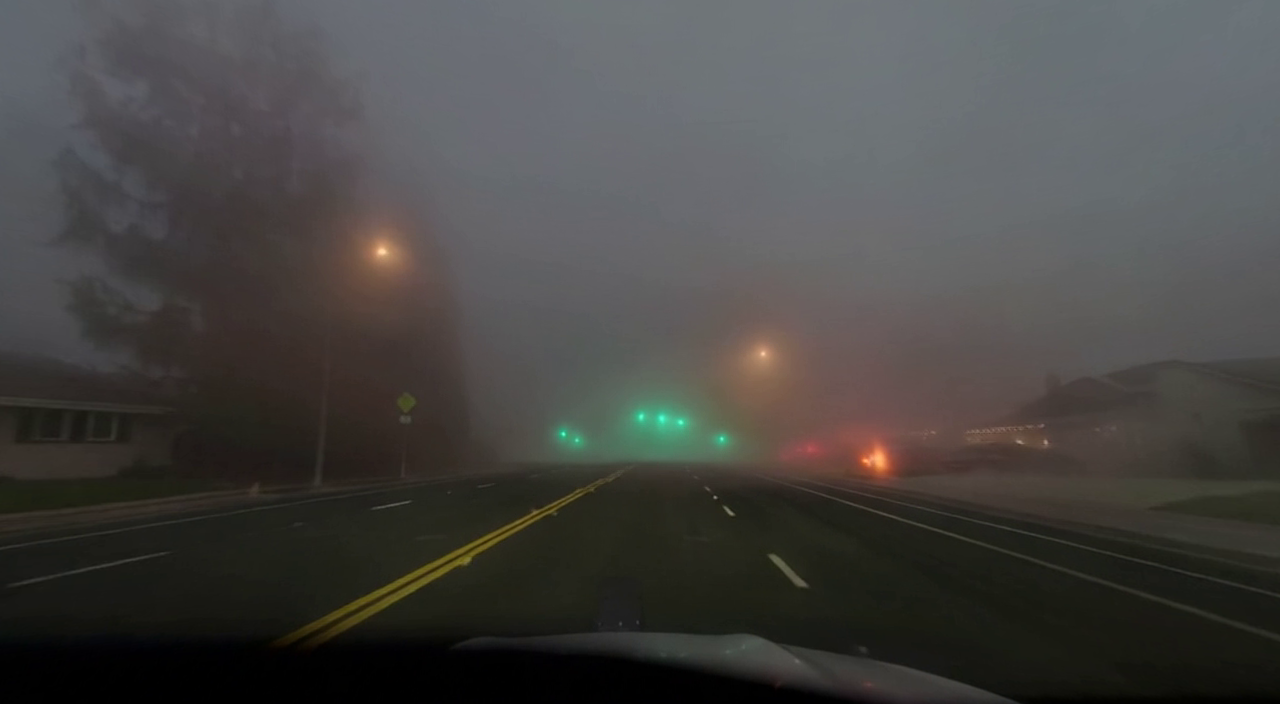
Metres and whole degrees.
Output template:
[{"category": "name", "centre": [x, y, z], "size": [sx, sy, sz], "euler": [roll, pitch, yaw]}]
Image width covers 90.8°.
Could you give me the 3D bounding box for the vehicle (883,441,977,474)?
[{"category": "vehicle", "centre": [16.212, 5.899, 35.430], "size": [4.234, 1.491, 1.940], "euler": [-4, -7, 2]}]

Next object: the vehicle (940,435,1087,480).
[{"category": "vehicle", "centre": [15.716, 4.469, 26.817], "size": [4.854, 1.803, 2.179], "euler": [0, -9, -3]}]
